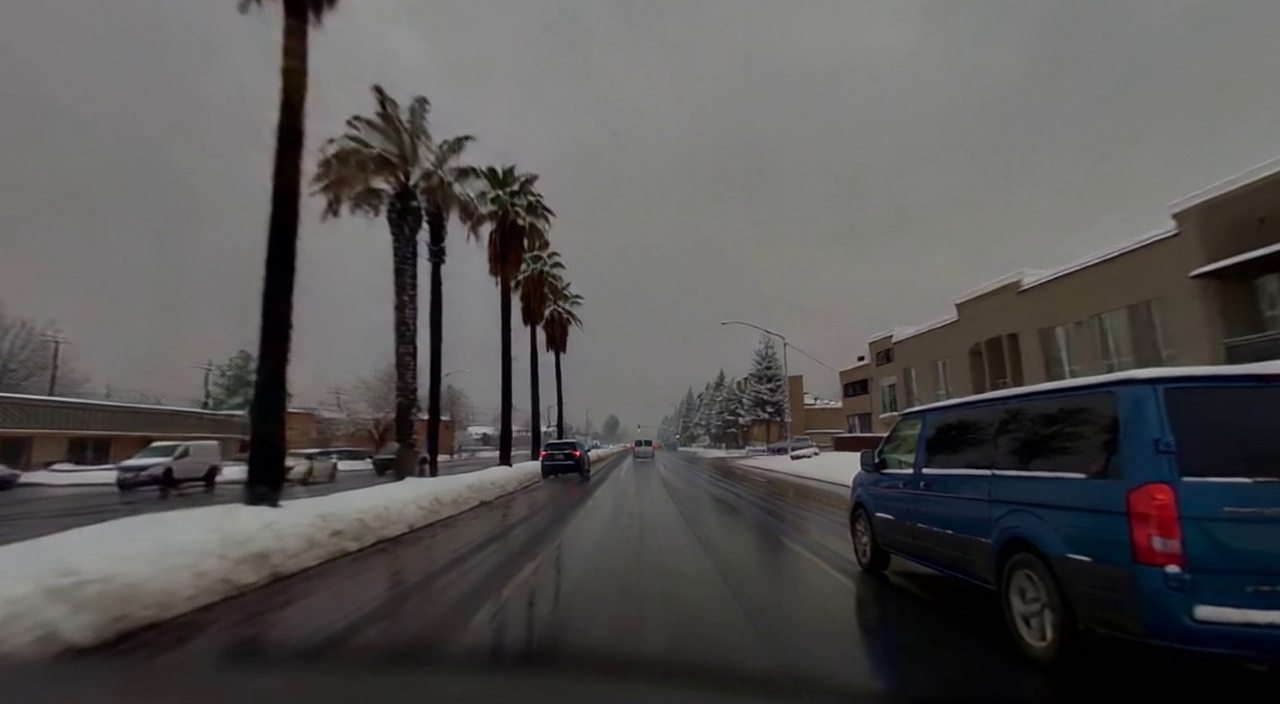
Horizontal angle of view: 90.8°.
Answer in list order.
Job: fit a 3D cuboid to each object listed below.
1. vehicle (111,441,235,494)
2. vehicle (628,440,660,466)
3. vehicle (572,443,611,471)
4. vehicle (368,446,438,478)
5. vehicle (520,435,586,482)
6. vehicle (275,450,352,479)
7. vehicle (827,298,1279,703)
[{"bbox_3d":[-21.420,5.255,29.330,1.931,2.187,5.001,-1,-8,-1],"label":"vehicle"},{"bbox_3d":[0.273,7.174,45.116,2.191,1.761,3.857,0,-8,-1],"label":"vehicle"},{"bbox_3d":[-2.723,5.982,36.192,1.869,1.454,4.142,0,-8,0],"label":"vehicle"},{"bbox_3d":[-11.755,5.447,31.620,1.857,1.473,4.298,0,-8,0],"label":"vehicle"},{"bbox_3d":[-3.374,4.238,25.351,1.967,1.703,4.157,0,-8,1],"label":"vehicle"},{"bbox_3d":[-18.325,6.293,35.725,1.934,1.470,4.487,0,-8,0],"label":"vehicle"},{"bbox_3d":[3.313,1.081,4.826,2.234,1.912,4.847,0,-8,-1],"label":"vehicle"}]
